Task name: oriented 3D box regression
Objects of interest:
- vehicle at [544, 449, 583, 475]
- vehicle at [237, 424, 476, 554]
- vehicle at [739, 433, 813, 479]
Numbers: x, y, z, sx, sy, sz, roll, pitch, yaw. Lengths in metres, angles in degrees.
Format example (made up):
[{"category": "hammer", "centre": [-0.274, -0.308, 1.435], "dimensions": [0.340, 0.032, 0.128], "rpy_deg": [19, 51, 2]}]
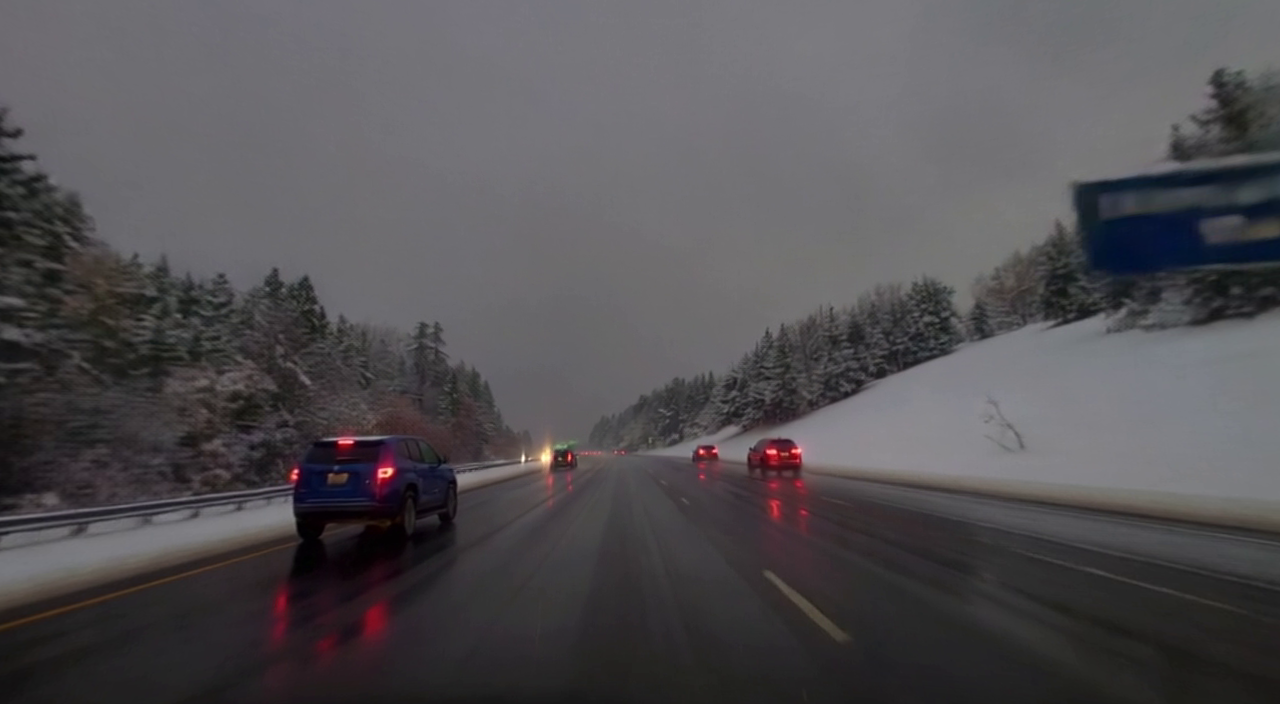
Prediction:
[{"category": "vehicle", "centre": [-4.623, 6.715, 38.657], "dimensions": [2.009, 1.488, 4.289], "rpy_deg": [0, -9, -2]}, {"category": "vehicle", "centre": [-4.420, 2.190, 10.759], "dimensions": [2.079, 1.745, 4.281], "rpy_deg": [0, -9, -1]}, {"category": "vehicle", "centre": [6.612, 5.124, 31.231], "dimensions": [2.378, 2.096, 5.119], "rpy_deg": [0, -9, -2]}]
